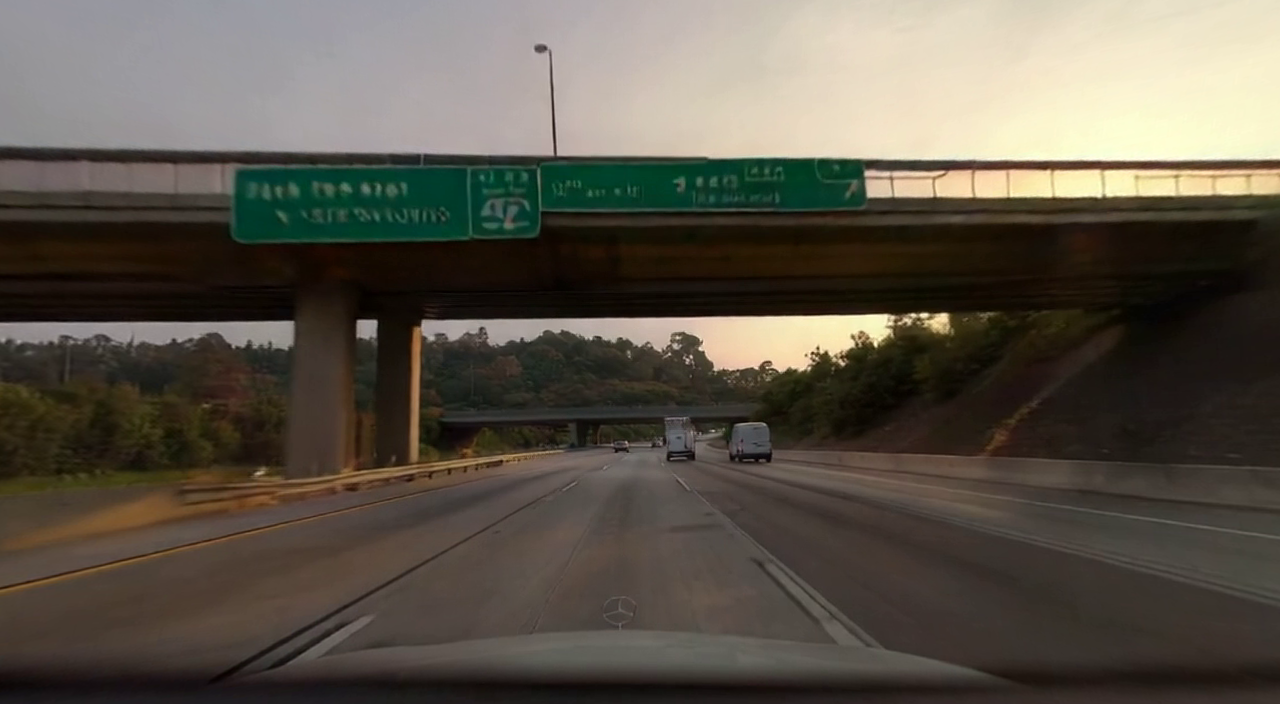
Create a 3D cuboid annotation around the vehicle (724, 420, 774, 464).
[{"bbox_3d":[7.486,6.317,43.979,2.379,2.819,6.294,0,-8,0],"label":"vehicle"}]
